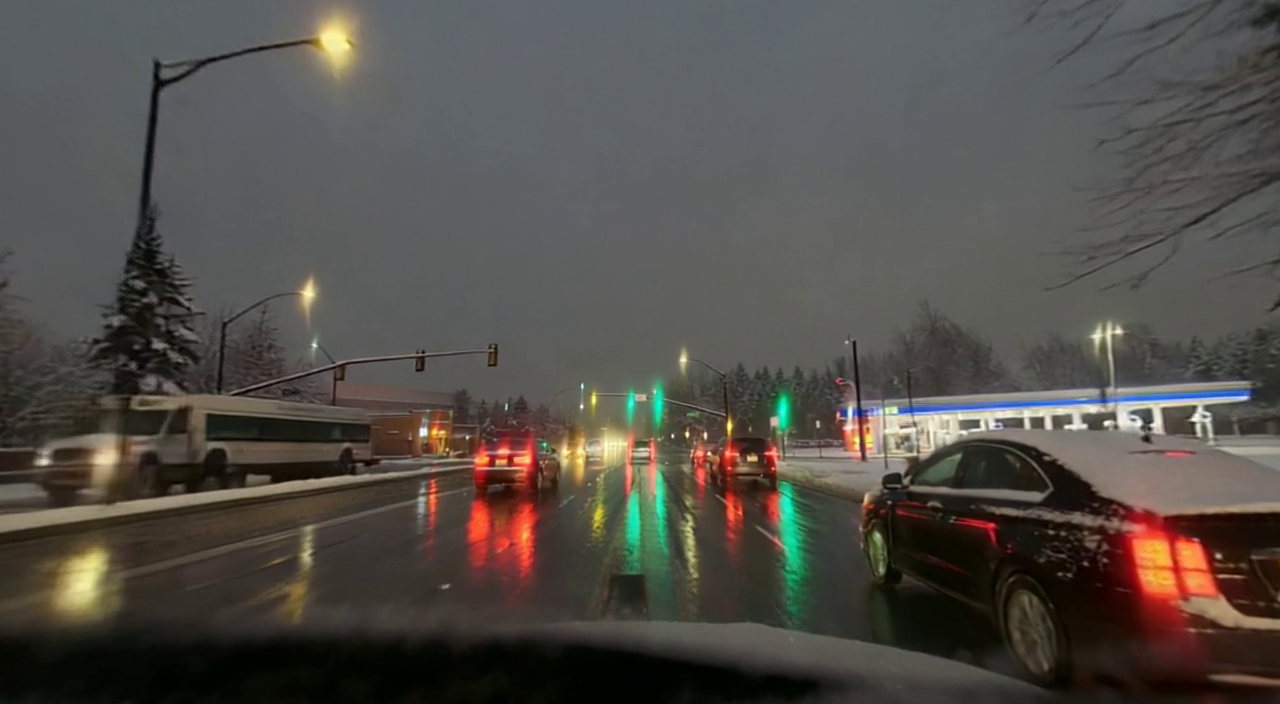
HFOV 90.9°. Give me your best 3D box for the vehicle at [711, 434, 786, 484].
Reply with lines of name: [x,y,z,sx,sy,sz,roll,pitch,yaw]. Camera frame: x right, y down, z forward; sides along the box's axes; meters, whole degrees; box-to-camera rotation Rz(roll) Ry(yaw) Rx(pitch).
vehicle: [3.884,3.894,23.279,2.022,1.683,4.171,0,-8,0]

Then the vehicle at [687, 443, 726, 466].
vehicle: [4.337,6.757,41.857,2.174,1.462,4.400,0,-8,1]

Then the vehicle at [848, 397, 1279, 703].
vehicle: [3.483,1.277,4.974,2.038,1.499,4.868,0,-8,0]

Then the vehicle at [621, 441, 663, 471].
vehicle: [0.126,5.451,33.291,2.104,1.477,4.591,0,-8,1]

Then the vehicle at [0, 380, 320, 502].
vehicle: [-15.942,3.202,22.649,3.228,3.319,10.706,0,-8,0]

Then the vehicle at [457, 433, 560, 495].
vehicle: [-3.695,3.231,18.552,2.023,1.607,4.086,0,-8,2]

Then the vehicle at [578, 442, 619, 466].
vehicle: [-2.563,6.452,40.082,2.192,1.463,4.211,0,-8,2]
